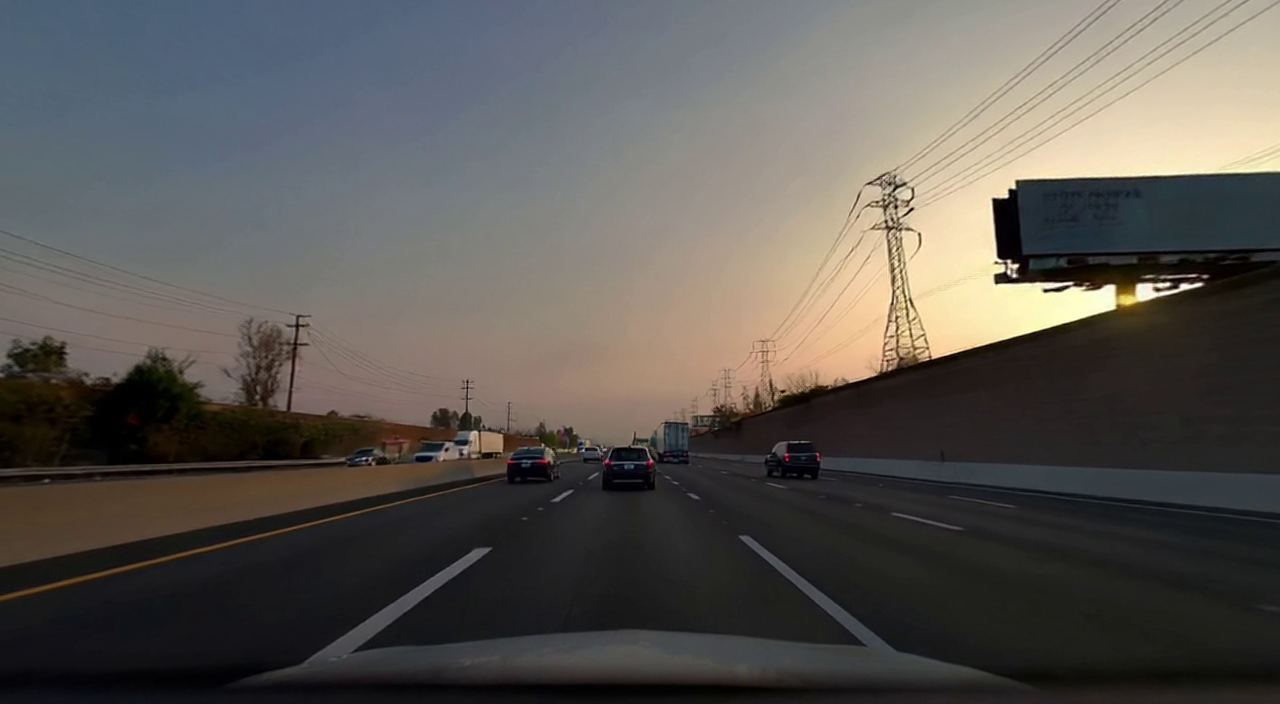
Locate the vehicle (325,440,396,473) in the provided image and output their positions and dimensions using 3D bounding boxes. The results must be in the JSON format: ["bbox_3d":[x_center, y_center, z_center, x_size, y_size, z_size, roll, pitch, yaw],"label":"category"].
[{"bbox_3d":[-17.886,6.685,40.739,2.154,1.967,5.297,0,-9,0],"label":"vehicle"}]

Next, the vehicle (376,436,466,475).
[{"bbox_3d":[-10.534,5.056,30.974,2.244,1.729,5.864,0,-9,1],"label":"vehicle"}]

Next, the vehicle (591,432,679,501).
[{"bbox_3d":[-0.161,3.163,17.741,2.191,1.685,4.015,0,-9,-1],"label":"vehicle"}]

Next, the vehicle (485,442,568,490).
[{"bbox_3d":[-3.836,3.967,22.291,2.025,1.498,4.675,0,-9,1],"label":"vehicle"}]

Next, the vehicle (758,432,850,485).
[{"bbox_3d":[6.787,4.498,26.932,2.302,1.973,5.502,0,-9,-1],"label":"vehicle"}]
